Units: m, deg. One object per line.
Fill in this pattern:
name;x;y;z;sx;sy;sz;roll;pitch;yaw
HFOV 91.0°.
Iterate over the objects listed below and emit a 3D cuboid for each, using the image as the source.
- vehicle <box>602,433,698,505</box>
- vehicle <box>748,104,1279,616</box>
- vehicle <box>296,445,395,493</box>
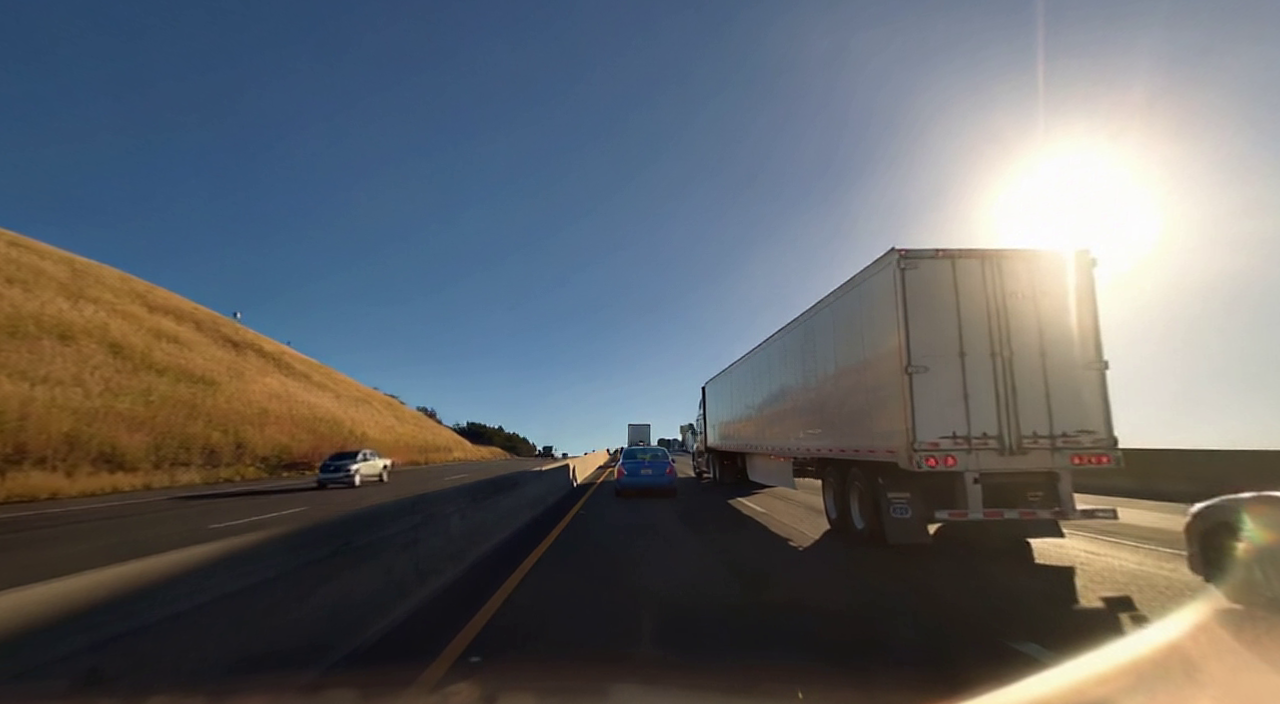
vehicle;0.209;2.779;15.450;2.045;1.507;3.763;-1;-8;0
vehicle;4.527;0.598;10.117;3.235;4.197;9.908;0;-8;-3
vehicle;-11.760;4.658;25.487;1.988;1.727;4.217;-1;-8;0
